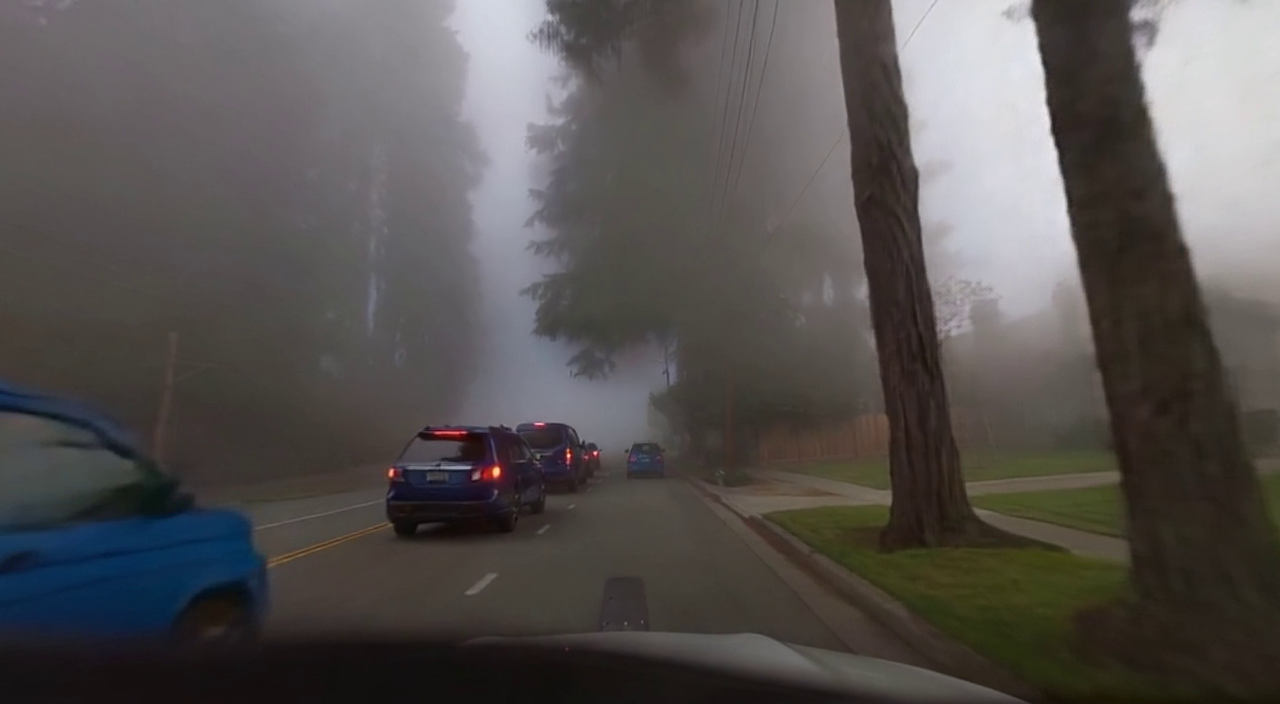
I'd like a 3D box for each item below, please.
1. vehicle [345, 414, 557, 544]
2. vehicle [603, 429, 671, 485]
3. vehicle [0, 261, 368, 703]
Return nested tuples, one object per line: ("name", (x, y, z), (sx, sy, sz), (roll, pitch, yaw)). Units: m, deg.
("vehicle", (-2.804, 2.016, 10.590), (2.105, 1.709, 4.251), (0, -9, 2))
("vehicle", (-0.088, 3.587, 21.695), (2.120, 1.718, 3.909), (0, -9, 0))
("vehicle", (-2.646, 0.638, 1.317), (2.157, 1.765, 4.303), (0, -9, 1))
